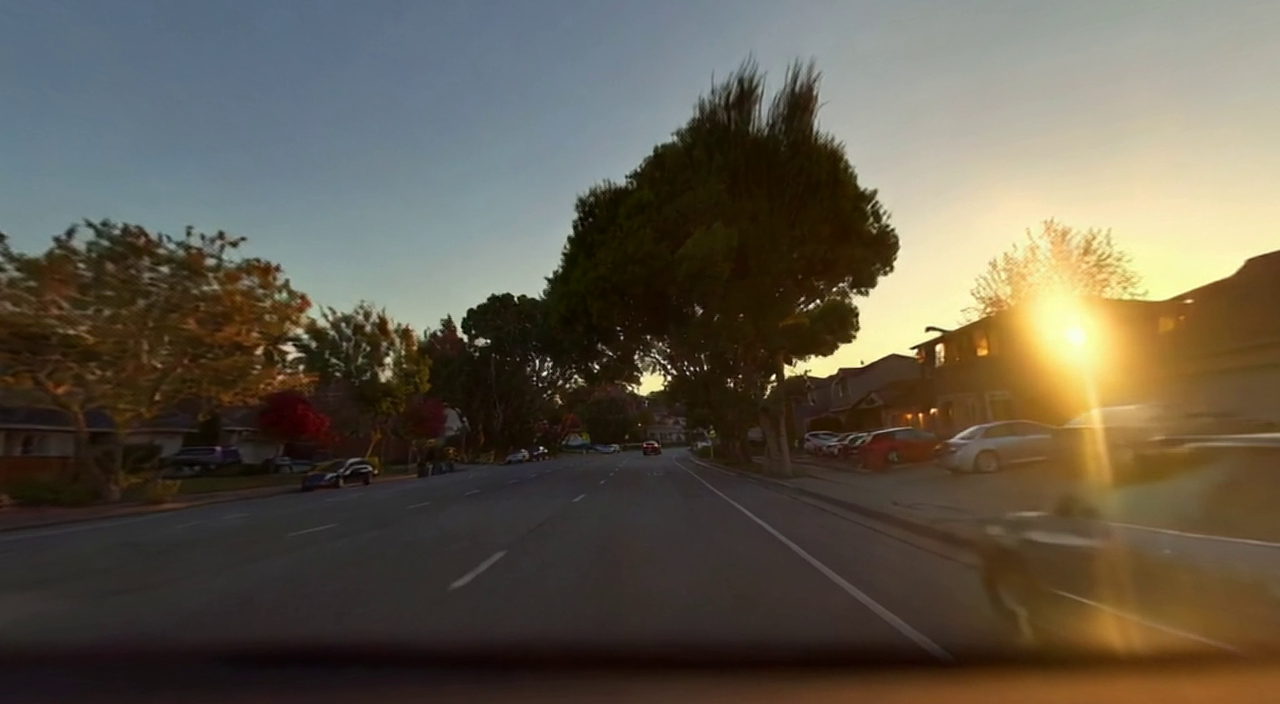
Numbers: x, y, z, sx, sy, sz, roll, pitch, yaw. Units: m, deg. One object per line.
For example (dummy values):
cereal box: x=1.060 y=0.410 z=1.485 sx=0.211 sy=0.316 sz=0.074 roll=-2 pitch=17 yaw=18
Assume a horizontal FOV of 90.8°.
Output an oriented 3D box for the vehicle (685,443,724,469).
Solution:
vehicle: x=4.052 y=6.646 z=40.587 sx=2.104 sy=1.524 sz=4.524 roll=1 pitch=-8 yaw=1

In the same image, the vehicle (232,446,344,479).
vehicle: x=-19.799 y=6.221 z=35.737 sx=5.044 sy=1.782 sz=2.152 roll=0 pitch=-8 yaw=3

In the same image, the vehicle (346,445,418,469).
vehicle: x=-20.269 y=8.285 z=49.800 sx=4.753 sy=1.796 sz=2.101 roll=-1 pitch=-8 yaw=6

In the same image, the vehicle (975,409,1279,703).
vehicle: x=3.269 y=0.941 z=2.161 sx=2.016 sy=1.477 sz=4.207 roll=0 pitch=-8 yaw=2

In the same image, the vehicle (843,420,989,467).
vehicle: x=11.946 y=3.973 z=27.566 sx=5.283 sy=1.570 sz=2.122 roll=-4 pitch=-8 yaw=-2
